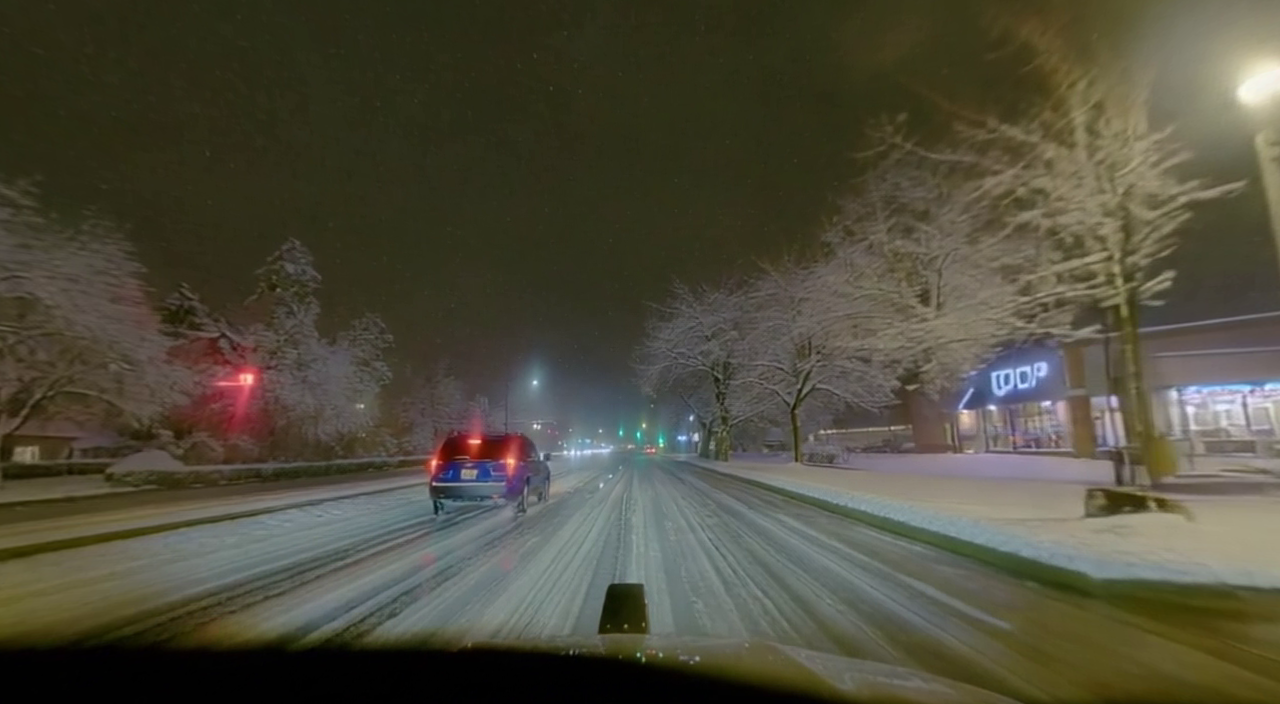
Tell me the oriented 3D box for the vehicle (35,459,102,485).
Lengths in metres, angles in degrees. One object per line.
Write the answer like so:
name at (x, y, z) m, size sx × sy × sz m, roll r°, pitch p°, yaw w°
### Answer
vehicle at (-43.144, 9.046, 47.687) m, size 1.953 × 1.686 × 4.480 m, roll 2°, pitch -9°, yaw -17°

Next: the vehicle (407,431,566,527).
vehicle at (-2.929, 2.530, 13.121) m, size 2.127 × 1.654 × 4.121 m, roll 0°, pitch -8°, yaw 2°
